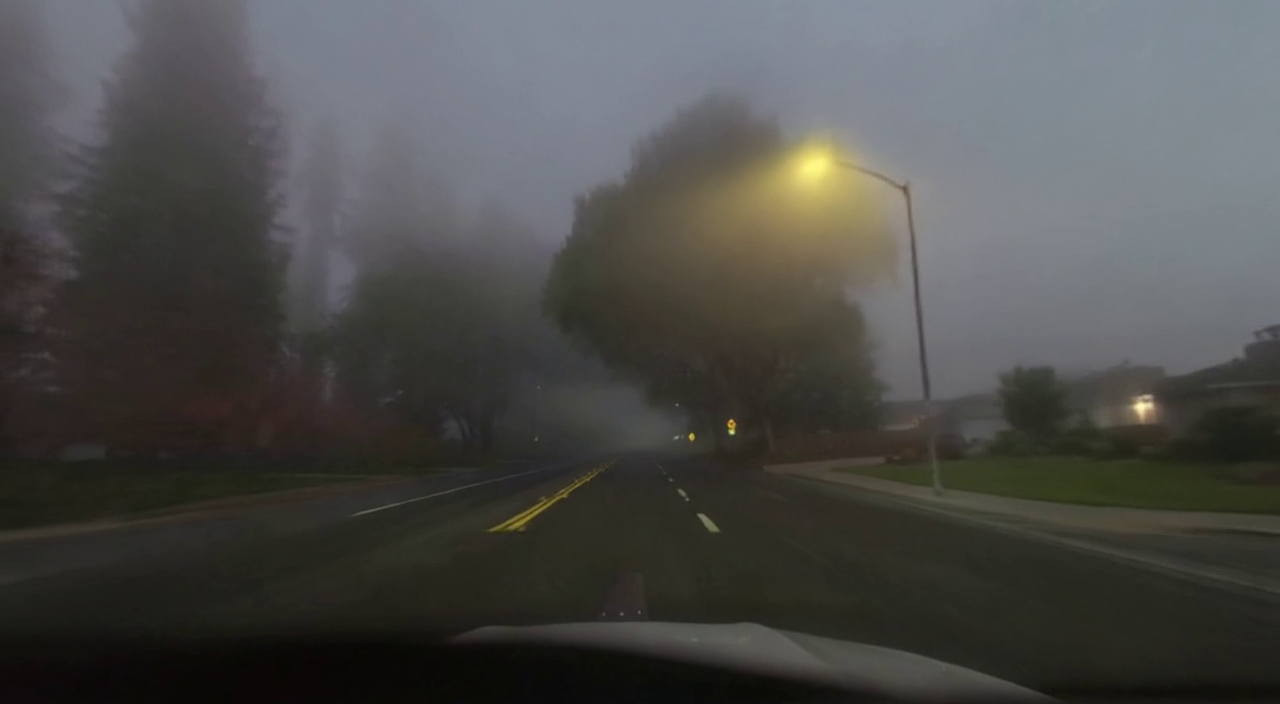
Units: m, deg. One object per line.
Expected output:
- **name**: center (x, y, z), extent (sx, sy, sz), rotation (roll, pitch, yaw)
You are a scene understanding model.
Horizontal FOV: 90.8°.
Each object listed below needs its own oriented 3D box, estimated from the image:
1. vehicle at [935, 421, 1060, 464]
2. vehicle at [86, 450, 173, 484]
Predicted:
- **vehicle**: center (21.326, 5.455, 37.865), extent (6.048, 2.416, 2.158), rotation (-1, -9, 1)
- **vehicle**: center (-28.153, 6.308, 34.834), extent (4.542, 1.700, 2.201), rotation (-6, -10, 31)
